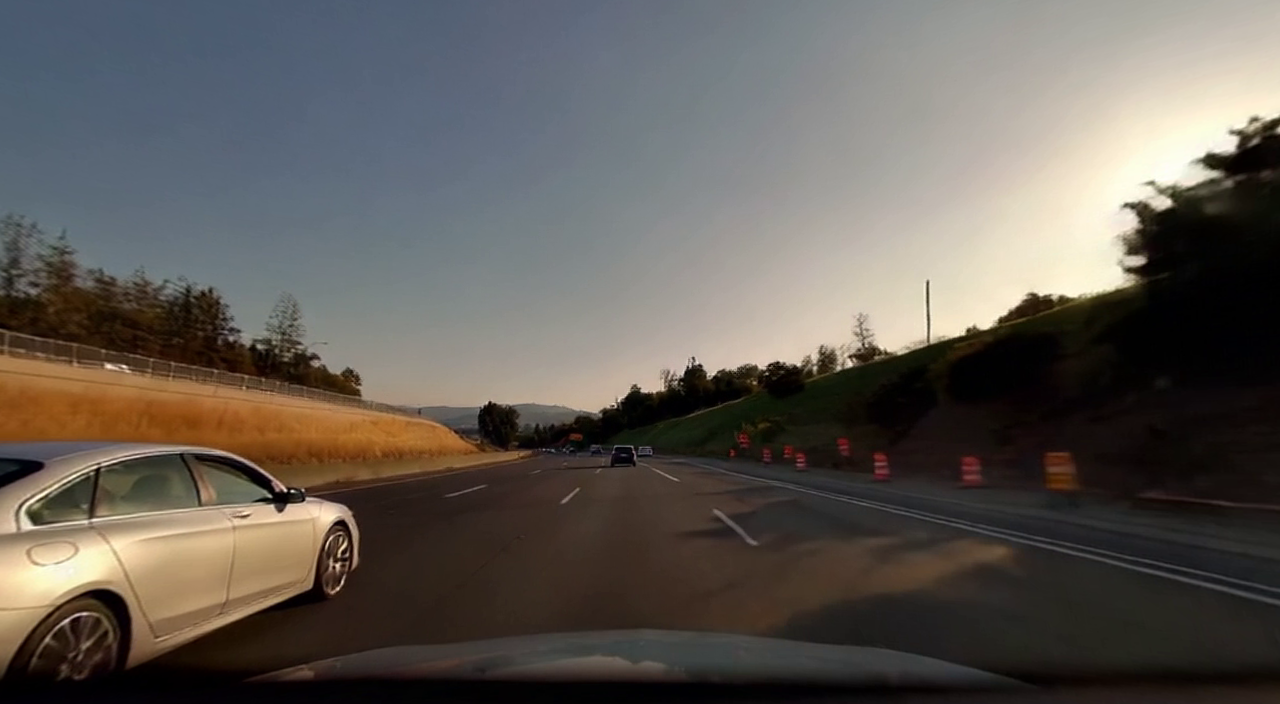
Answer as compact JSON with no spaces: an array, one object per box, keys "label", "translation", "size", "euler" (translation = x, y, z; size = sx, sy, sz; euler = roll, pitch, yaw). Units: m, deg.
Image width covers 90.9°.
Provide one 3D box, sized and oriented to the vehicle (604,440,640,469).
[{"label":"vehicle","translation":[-1.296,6.923,42.709],"size":[2.328,1.805,4.502],"euler":[0,-8,-3]}]
